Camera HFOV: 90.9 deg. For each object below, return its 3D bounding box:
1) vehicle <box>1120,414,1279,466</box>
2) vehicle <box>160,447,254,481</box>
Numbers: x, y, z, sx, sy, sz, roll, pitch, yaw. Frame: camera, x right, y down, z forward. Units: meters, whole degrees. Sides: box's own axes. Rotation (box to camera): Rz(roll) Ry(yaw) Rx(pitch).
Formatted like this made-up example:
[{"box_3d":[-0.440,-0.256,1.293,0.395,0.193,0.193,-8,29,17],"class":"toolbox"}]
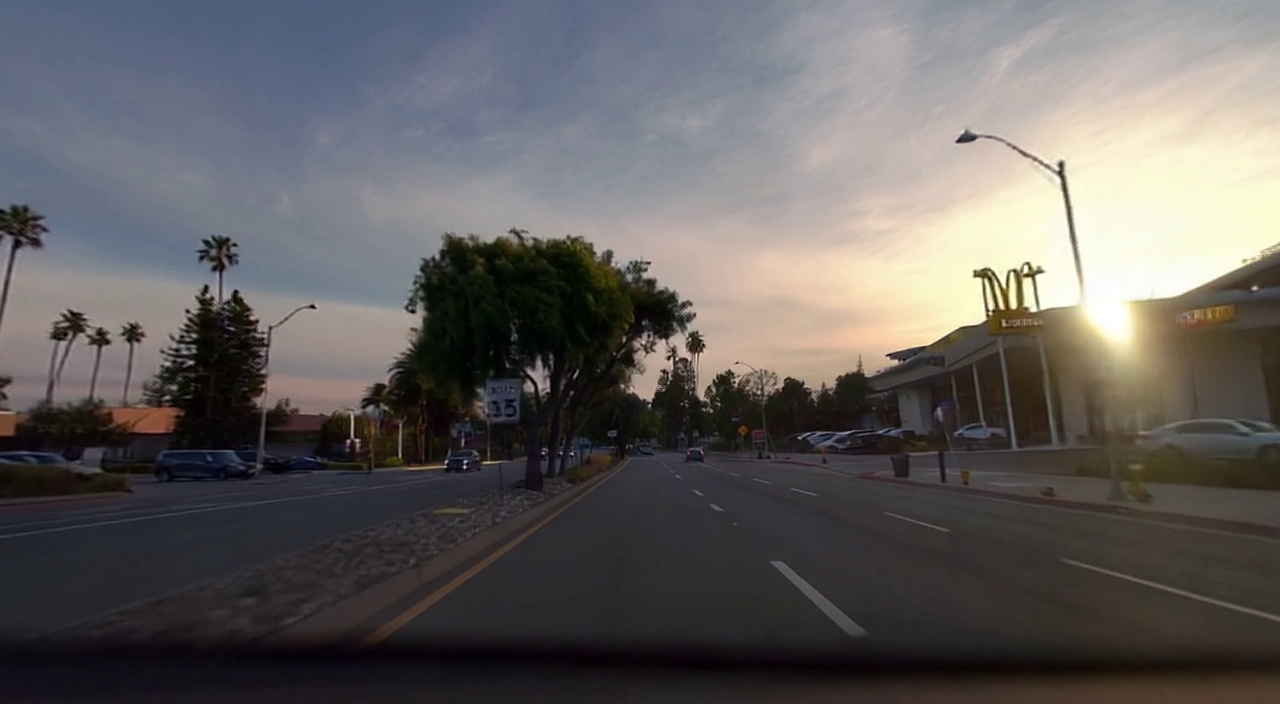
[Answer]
[{"box_3d":[18.436,2.800,20.025,4.691,1.545,1.900,-1,-8,4],"class":"vehicle"},{"box_3d":[-32.190,8.457,47.174,2.415,2.234,6.082,-2,-12,3],"class":"vehicle"}]
